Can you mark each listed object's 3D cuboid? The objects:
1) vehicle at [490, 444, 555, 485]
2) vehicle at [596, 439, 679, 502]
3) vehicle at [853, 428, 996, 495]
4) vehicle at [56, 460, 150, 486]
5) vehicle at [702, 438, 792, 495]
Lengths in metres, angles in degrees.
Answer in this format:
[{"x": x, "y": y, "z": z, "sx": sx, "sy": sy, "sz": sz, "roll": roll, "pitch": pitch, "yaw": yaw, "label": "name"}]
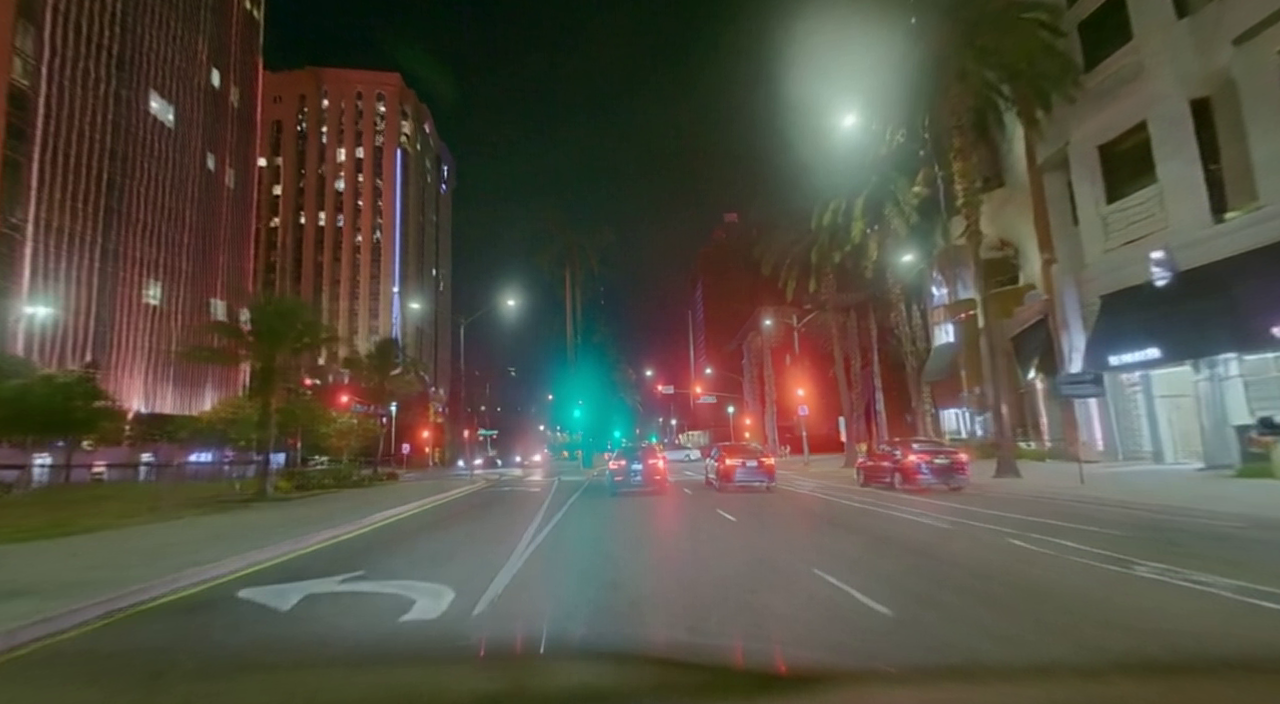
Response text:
[{"x": -4.697, "y": 4.549, "z": 25.968, "sx": 1.977, "sy": 1.501, "sz": 4.435, "roll": 0, "pitch": -9, "yaw": -2, "label": "vehicle"}, {"x": -0.116, "y": 3.185, "z": 17.361, "sx": 2.048, "sy": 1.503, "sz": 3.681, "roll": 0, "pitch": -9, "yaw": -2, "label": "vehicle"}, {"x": 8.050, "y": 3.140, "z": 18.448, "sx": 2.000, "sy": 1.685, "sz": 4.487, "roll": 0, "pitch": -9, "yaw": -1, "label": "vehicle"}, {"x": -41.461, "y": 9.303, "z": 48.811, "sx": 5.791, "sy": 1.900, "sz": 2.283, "roll": -2, "pitch": -9, "yaw": 12, "label": "vehicle"}, {"x": 3.084, "y": 3.371, "z": 18.920, "sx": 1.909, "sy": 1.500, "sz": 3.524, "roll": 0, "pitch": -9, "yaw": -3, "label": "vehicle"}]
